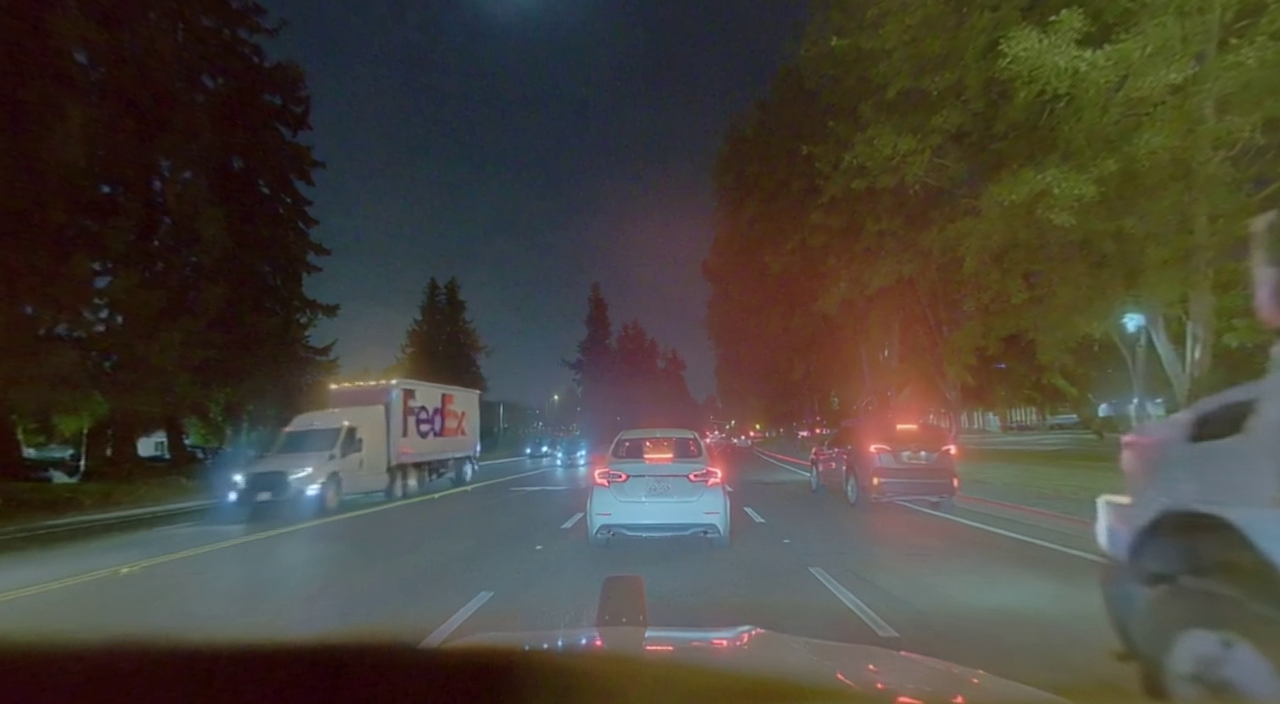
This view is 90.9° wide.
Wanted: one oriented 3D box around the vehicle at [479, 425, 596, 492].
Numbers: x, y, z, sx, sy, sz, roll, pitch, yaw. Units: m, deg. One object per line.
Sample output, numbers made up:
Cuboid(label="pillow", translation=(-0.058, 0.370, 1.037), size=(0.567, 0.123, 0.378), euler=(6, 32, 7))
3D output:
Cuboid(label="vehicle", translation=(-2.949, 3.228, 19.480), size=(2.057, 1.786, 4.725), euler=(-2, -8, 11))

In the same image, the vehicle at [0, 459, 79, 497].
Cuboid(label="vehicle", translation=(-27.363, 5.575, 27.579), size=(4.272, 1.438, 1.801), euler=(-5, -9, 8))

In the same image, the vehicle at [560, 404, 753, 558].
Cuboid(label="vehicle", translation=(0.212, 1.748, 9.204), size=(2.154, 1.710, 4.128), euler=(-1, -8, 1))

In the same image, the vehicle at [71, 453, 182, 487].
Cuboid(label="vehicle", translation=(-26.765, 6.149, 32.956), size=(4.256, 1.633, 1.940), euler=(-1, -8, 7))

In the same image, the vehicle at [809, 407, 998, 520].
Cuboid(label="vehicle", translation=(5.098, 2.223, 13.098), size=(2.059, 1.864, 4.700), euler=(1, -8, 2))

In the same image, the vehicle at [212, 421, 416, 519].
Cuboid(label="vehicle", translation=(-7.072, 2.596, 14.387), size=(2.051, 1.843, 4.469), euler=(-1, -8, 4))
